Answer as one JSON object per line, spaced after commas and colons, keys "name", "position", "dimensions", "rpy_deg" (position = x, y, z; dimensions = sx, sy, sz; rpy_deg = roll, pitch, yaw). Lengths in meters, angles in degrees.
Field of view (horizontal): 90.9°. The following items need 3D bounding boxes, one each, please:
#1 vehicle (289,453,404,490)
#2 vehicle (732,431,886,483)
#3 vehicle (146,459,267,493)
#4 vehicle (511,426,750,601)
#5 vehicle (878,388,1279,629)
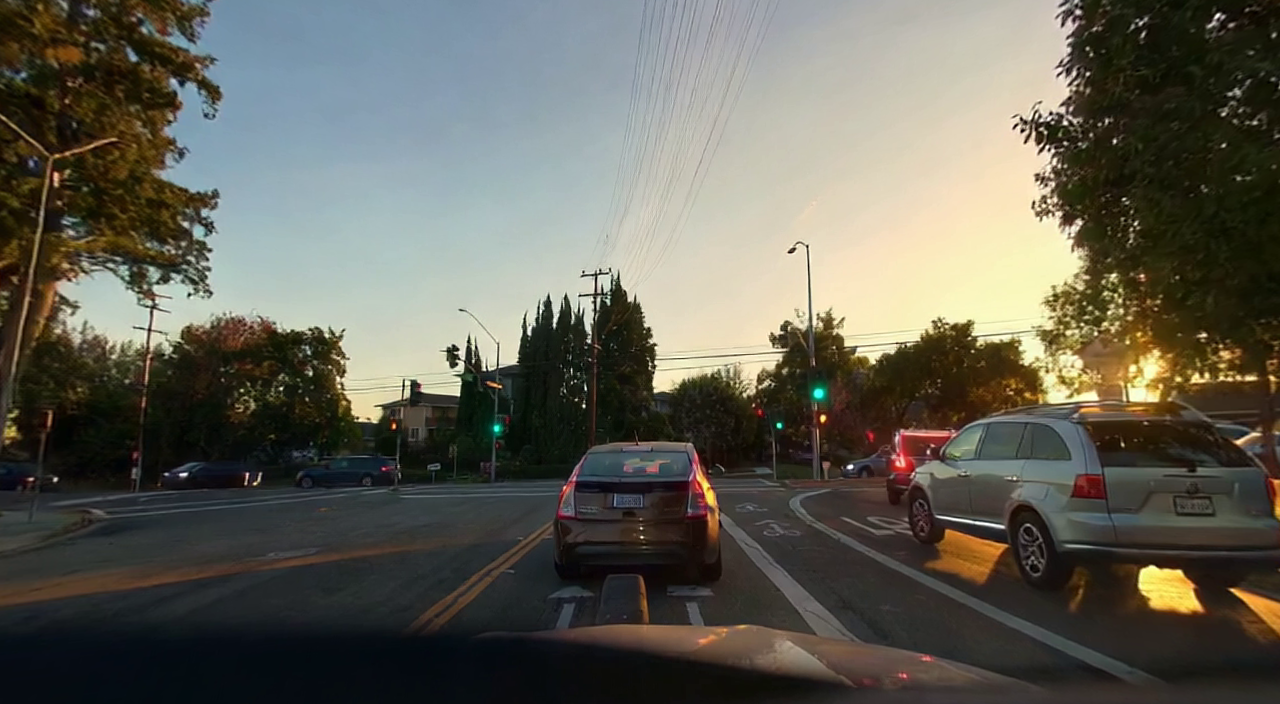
{"name": "vehicle", "position": [-13.776, 5.595, 29.660], "dimensions": [4.485, 1.625, 1.980], "rpy_deg": [-2, -9, 9]}
{"name": "vehicle", "position": [6.798, 4.321, 26.123], "dimensions": [5.857, 2.016, 2.273], "rpy_deg": [-1, -8, 7]}
{"name": "vehicle", "position": [-21.064, 6.003, 30.673], "dimensions": [4.736, 1.475, 1.921], "rpy_deg": [-2, -8, 9]}
{"name": "vehicle", "position": [-0.019, 1.744, 7.826], "dimensions": [2.078, 1.506, 4.512], "rpy_deg": [0, -8, 2]}
{"name": "vehicle", "position": [4.618, 1.566, 7.383], "dimensions": [2.095, 1.836, 4.895], "rpy_deg": [-1, -8, 5]}
